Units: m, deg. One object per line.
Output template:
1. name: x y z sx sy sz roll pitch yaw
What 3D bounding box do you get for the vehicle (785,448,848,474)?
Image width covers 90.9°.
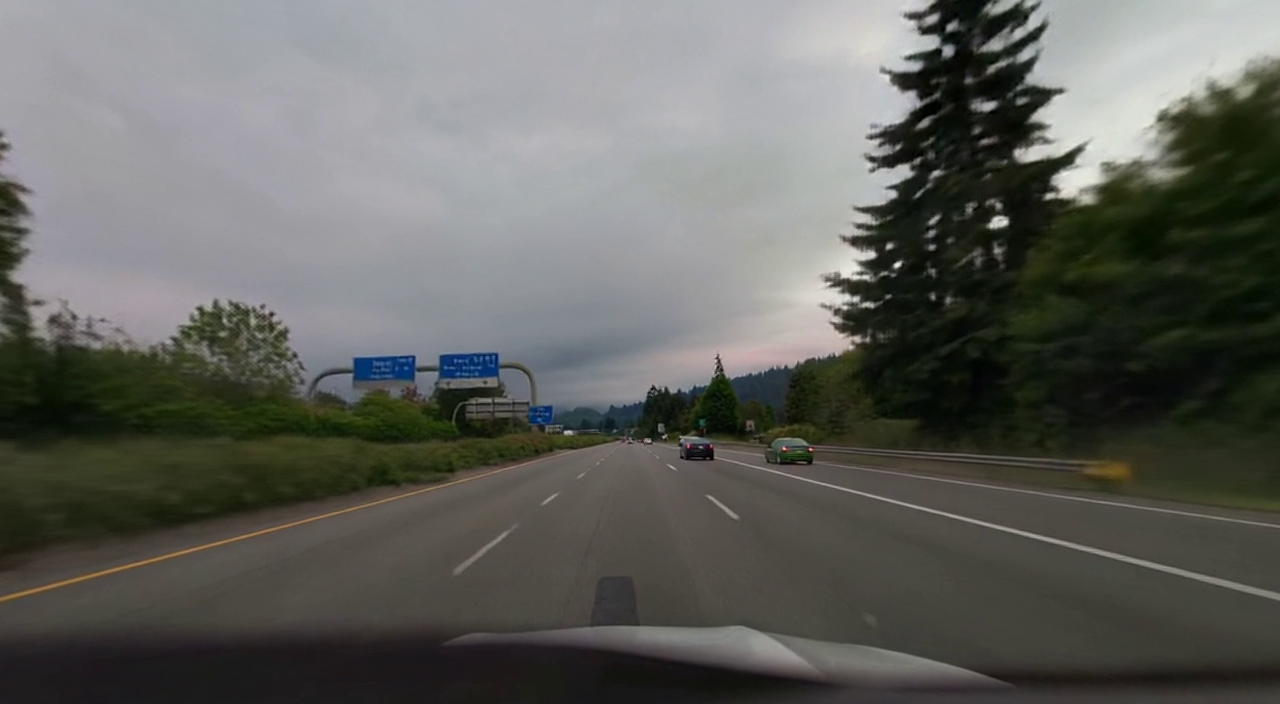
1. vehicle: 6.772 4.187 24.419 1.535 0.862 2.814 0 -8 -2

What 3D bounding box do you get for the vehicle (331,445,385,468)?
1. vehicle: -19.339 7.179 43.386 1.727 1.419 4.340 0 -8 0

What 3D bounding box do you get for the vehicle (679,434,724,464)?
1. vehicle: 3.147 5.029 32.906 1.819 1.468 3.770 0 -8 -2

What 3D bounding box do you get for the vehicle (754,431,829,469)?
1. vehicle: 6.648 4.338 28.263 2.003 1.522 4.940 0 -8 -1
